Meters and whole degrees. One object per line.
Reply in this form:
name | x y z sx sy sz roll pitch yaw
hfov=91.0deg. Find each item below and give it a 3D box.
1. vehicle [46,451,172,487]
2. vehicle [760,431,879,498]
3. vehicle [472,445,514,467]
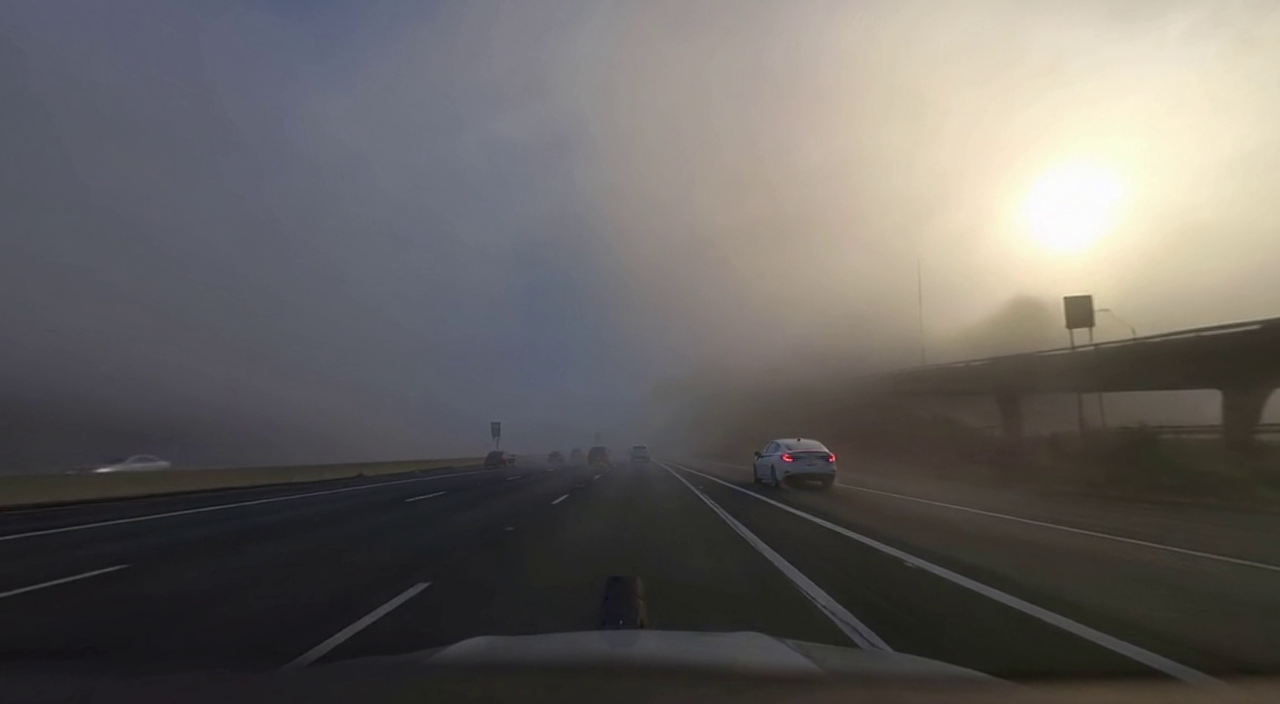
vehicle | -24.515 5.374 29.335 1.899 1.527 4.512 0 -9 1
vehicle | 5.405 3.466 19.816 2.259 1.816 4.862 0 -9 0
vehicle | -11.270 8.000 48.596 2.107 1.628 4.446 0 -9 1
